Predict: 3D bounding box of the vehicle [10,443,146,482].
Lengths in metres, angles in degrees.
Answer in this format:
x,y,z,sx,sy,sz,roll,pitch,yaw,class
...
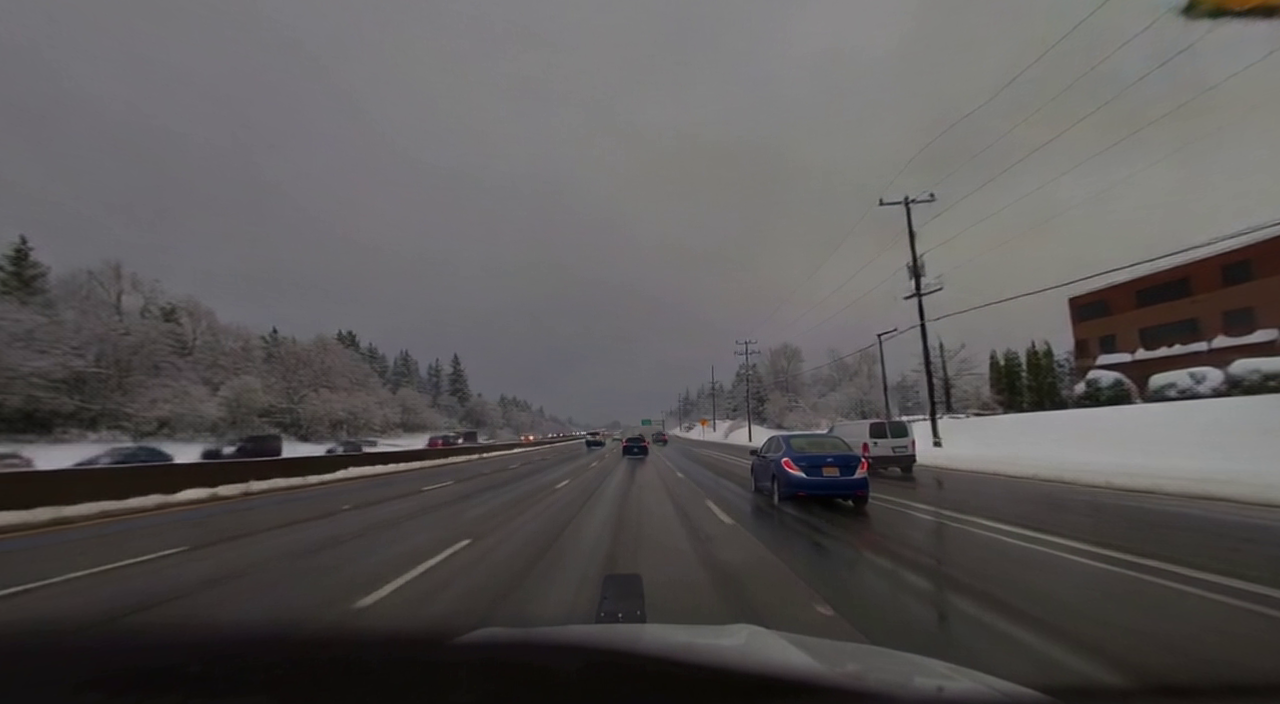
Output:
x,y,z,sx,sy,sz,roll,pitch,yaw,class
-23.475,4.584,26.540,1.825,1.491,4.151,0,-8,1,vehicle

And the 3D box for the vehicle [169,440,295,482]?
x,y,z,sx,sy,sz,roll,pitch,yaw,class
-16.292,4.350,25.492,1.949,1.499,4.633,0,-8,0,vehicle

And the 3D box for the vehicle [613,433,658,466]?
x,y,z,sx,sy,sz,roll,pitch,yaw,class
-0.239,4.685,30.301,2.019,1.472,3.971,0,-8,-1,vehicle

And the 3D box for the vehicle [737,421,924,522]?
x,y,z,sx,sy,sz,roll,pitch,yaw,class
3.257,2.149,11.882,1.995,1.533,4.463,0,-8,-2,vehicle
